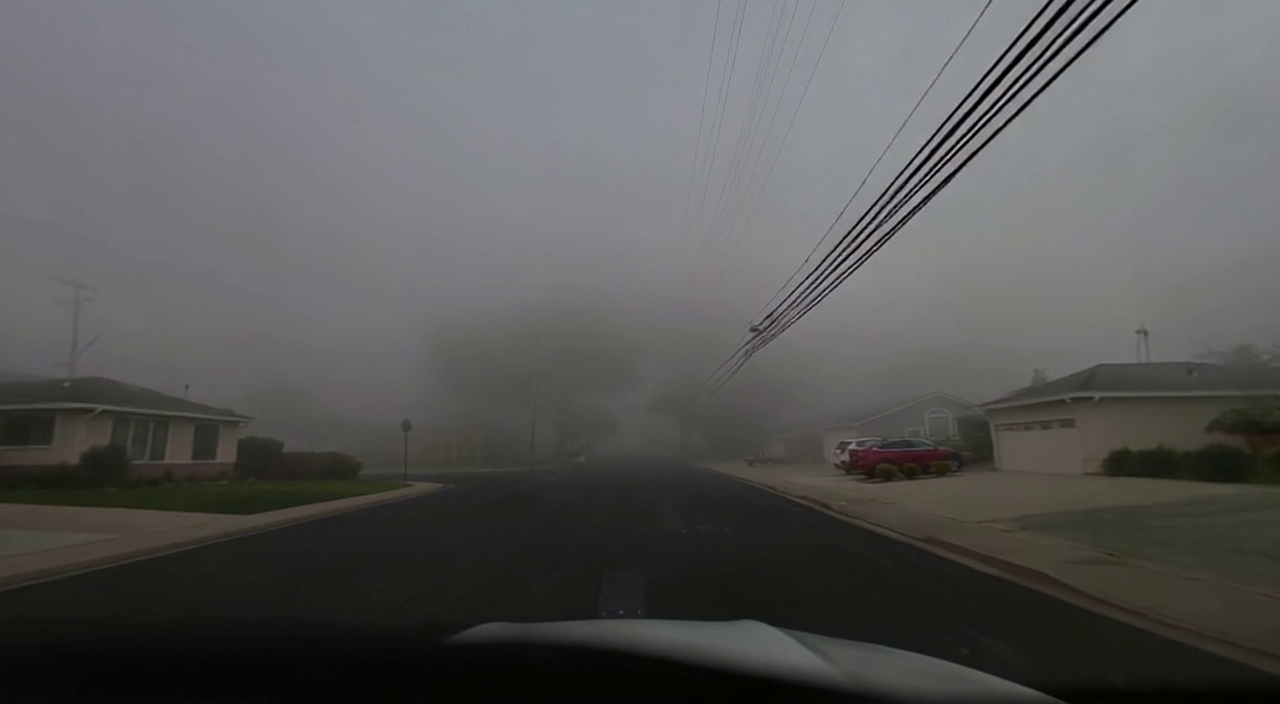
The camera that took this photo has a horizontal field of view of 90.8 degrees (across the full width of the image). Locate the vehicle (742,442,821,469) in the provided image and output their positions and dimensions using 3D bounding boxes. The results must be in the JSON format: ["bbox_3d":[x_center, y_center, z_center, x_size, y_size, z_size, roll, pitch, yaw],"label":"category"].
[{"bbox_3d":[9.522,7.006,42.856,4.846,1.577,2.146,-2,-8,0],"label":"vehicle"}]

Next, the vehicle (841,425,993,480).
[{"bbox_3d":[10.253,3.773,23.702,4.686,1.786,2.019,-3,-8,5],"label":"vehicle"}]

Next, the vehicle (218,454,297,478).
[{"bbox_3d":[-27.143,8.068,44.929,4.360,1.582,1.920,-1,-9,-2],"label":"vehicle"}]
